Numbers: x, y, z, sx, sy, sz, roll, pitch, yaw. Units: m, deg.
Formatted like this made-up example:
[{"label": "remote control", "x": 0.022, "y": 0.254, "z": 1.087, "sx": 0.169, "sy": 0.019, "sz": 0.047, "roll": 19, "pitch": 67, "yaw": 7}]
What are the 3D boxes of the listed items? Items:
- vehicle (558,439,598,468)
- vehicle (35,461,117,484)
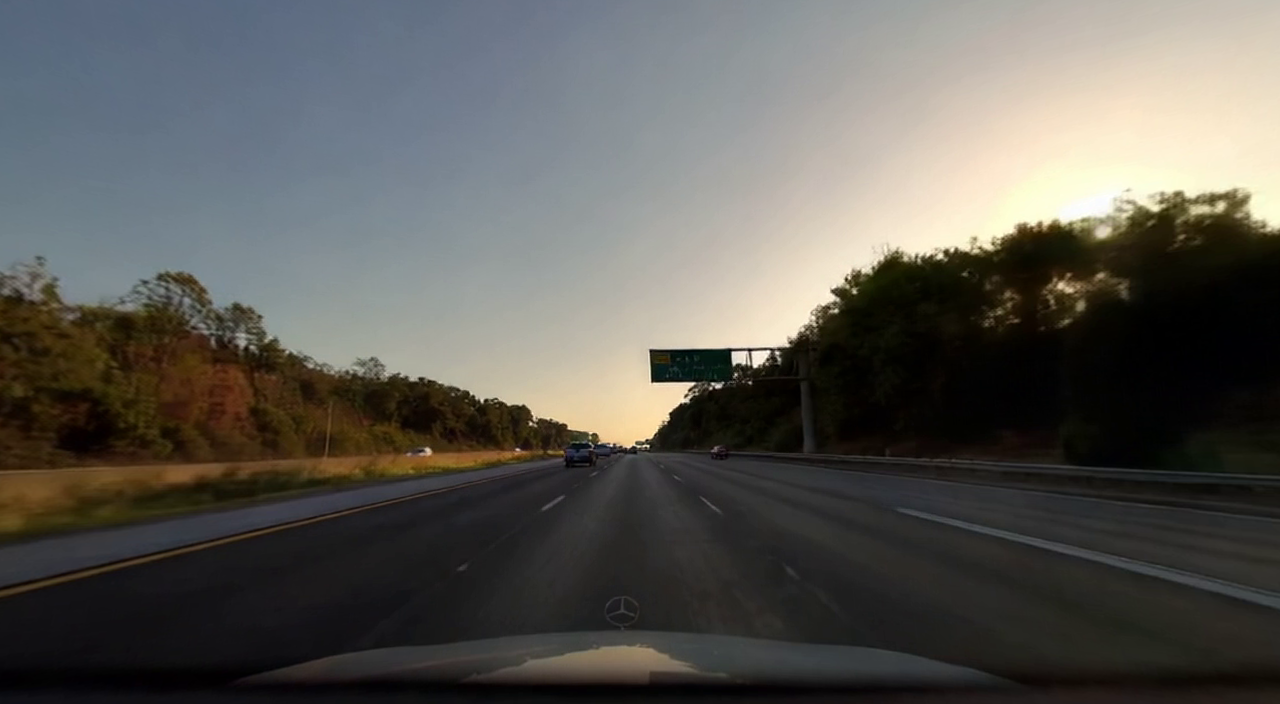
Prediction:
[{"label": "vehicle", "x": -3.936, "y": 6.554, "z": 40.971, "sx": 2.114, "sy": 1.774, "sz": 4.427, "roll": 0, "pitch": -9, "yaw": 0}, {"label": "vehicle", "x": -43.160, "y": 9.192, "z": 48.457, "sx": 1.820, "sy": 1.584, "sz": 4.568, "roll": -1, "pitch": -9, "yaw": 5}]
